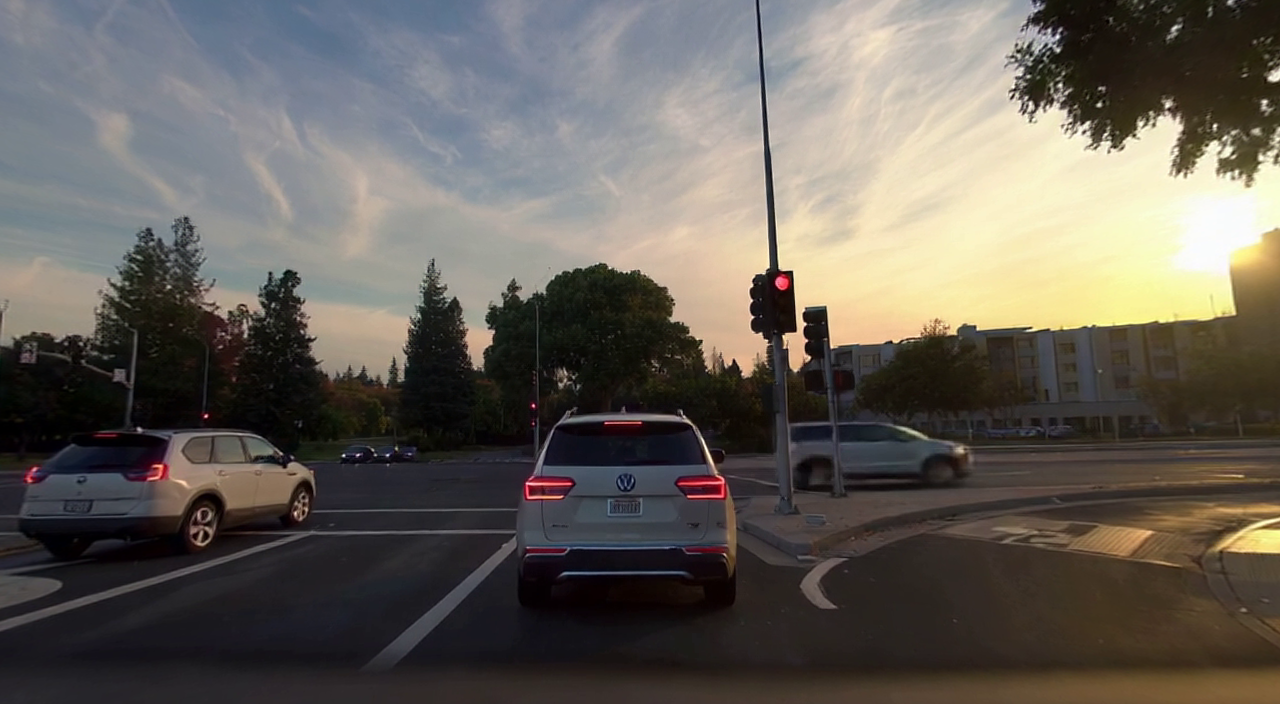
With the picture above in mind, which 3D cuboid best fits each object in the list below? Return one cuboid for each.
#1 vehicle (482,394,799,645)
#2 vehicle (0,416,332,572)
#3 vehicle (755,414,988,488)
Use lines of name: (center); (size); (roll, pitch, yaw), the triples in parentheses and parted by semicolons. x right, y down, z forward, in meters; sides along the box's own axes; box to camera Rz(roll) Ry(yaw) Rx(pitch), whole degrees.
vehicle: (-0.145, 1.439, 6.436); (2.154, 1.670, 4.140); (1, -9, -5)
vehicle: (-6.389, 1.874, 9.088); (2.020, 1.695, 4.187); (1, -9, -5)
vehicle: (6.079, 2.713, 17.336); (5.623, 1.843, 2.147); (-1, -9, 9)
